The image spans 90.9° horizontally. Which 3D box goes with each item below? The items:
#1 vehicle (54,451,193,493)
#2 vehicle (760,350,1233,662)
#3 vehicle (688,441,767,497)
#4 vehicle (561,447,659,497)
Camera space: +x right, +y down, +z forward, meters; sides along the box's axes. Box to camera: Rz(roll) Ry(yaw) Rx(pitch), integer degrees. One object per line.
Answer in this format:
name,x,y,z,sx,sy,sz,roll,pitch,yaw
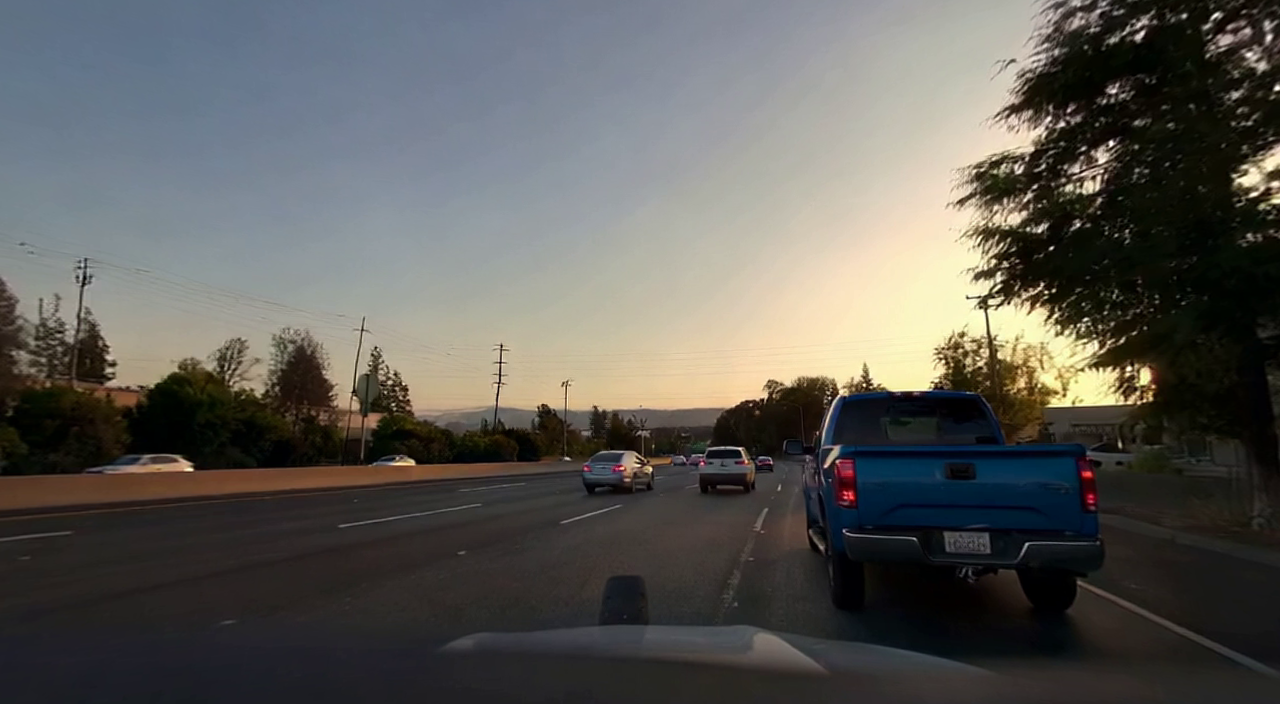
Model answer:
vehicle,-23.866,5.509,29.406,1.882,1.695,4.650,-2,-9,15
vehicle,3.349,1.550,7.962,3.024,2.092,6.797,-2,-9,15
vehicle,3.069,3.884,21.436,2.080,1.682,4.150,-2,-9,16
vehicle,-0.869,4.036,21.737,2.119,1.478,4.644,-2,-9,14
